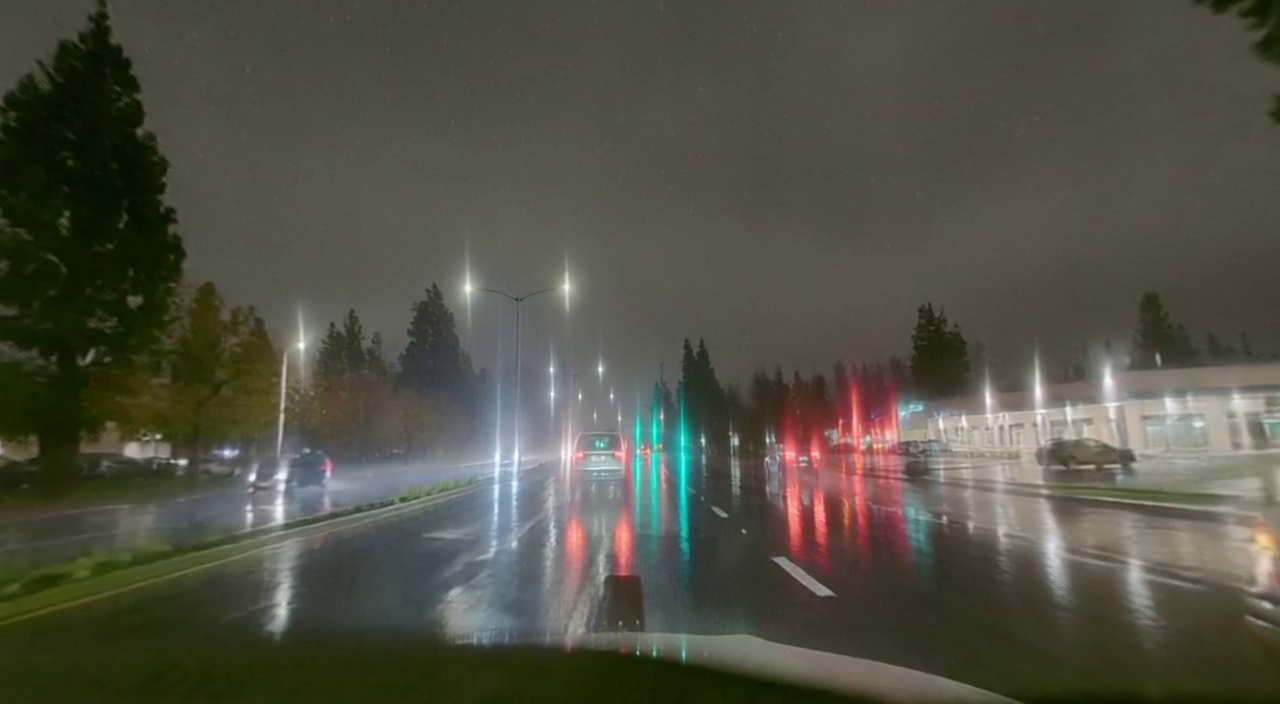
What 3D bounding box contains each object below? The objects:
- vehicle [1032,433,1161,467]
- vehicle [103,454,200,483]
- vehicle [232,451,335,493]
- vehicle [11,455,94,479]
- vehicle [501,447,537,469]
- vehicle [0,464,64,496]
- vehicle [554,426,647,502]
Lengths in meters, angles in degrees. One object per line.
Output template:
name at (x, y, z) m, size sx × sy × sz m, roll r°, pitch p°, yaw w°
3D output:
vehicle at (20.702, 4.468, 28.802) m, size 4.339 × 1.456 × 2.030 m, roll 0°, pitch -8°, yaw -2°
vehicle at (-29.246, 6.957, 37.889) m, size 4.287 × 1.464 × 2.016 m, roll -3°, pitch -8°, yaw 6°
vehicle at (-15.547, 5.209, 27.851) m, size 2.022 × 1.615 × 4.324 m, roll 0°, pitch -8°, yaw 0°
vehicle at (-41.886, 8.196, 45.106) m, size 3.932 × 1.582 × 1.808 m, roll 0°, pitch -8°, yaw -4°
vehicle at (-9.164, 8.071, 48.228) m, size 2.001 × 1.579 × 3.930 m, roll 0°, pitch -8°, yaw 0°
vehicle at (-29.603, 6.021, 29.755) m, size 3.266 × 1.362 × 1.657 m, roll 0°, pitch -8°, yaw 0°
vehicle at (-1.119, 3.138, 18.197) m, size 2.300 × 1.870 × 4.936 m, roll 0°, pitch -8°, yaw -3°
